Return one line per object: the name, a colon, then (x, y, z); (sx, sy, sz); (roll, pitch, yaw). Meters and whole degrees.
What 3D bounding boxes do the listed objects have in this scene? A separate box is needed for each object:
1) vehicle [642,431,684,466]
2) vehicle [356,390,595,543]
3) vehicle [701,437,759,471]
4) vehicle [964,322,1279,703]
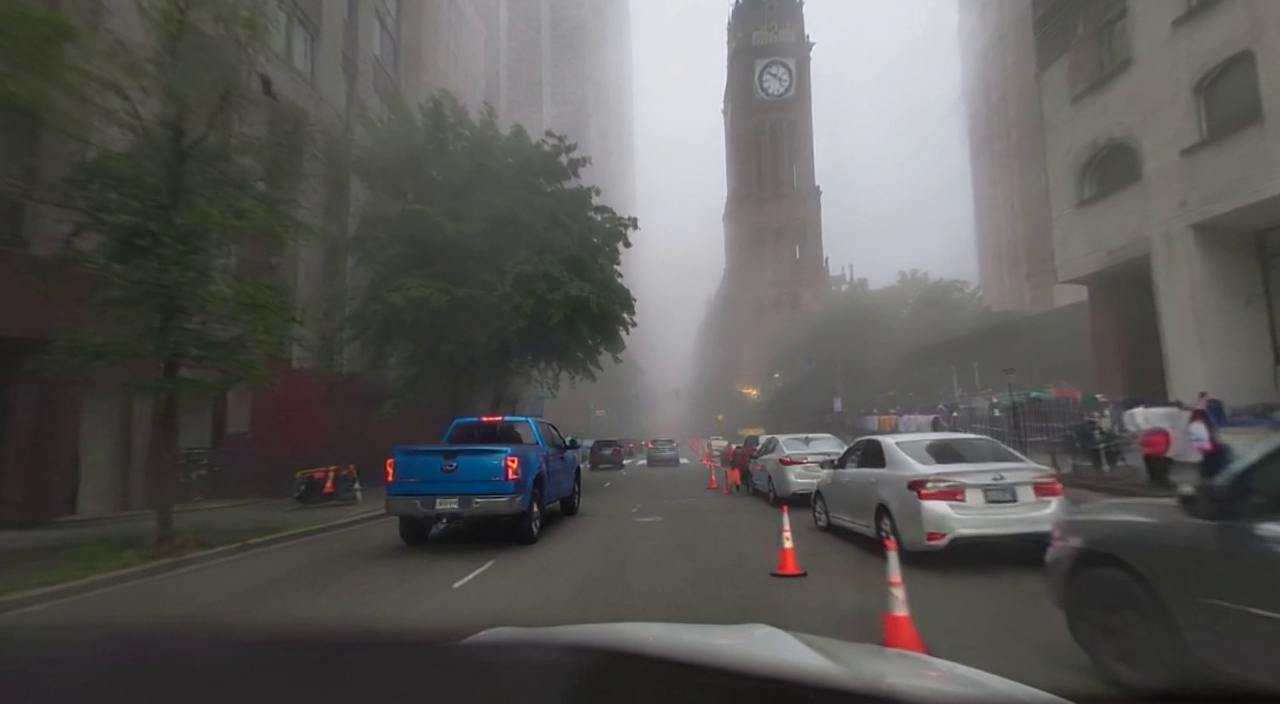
vehicle: (1.245, 5.330, 34.875); (2.183, 1.784, 4.317); (0, -9, 1)
vehicle: (-2.325, 1.904, 10.995); (2.452, 1.954, 5.653); (0, -9, 2)
vehicle: (4.206, 4.835, 30.282); (2.021, 1.506, 4.643); (0, -8, -1)
vehicle: (3.198, 0.747, 2.124); (1.923, 1.708, 4.239); (0, -9, 0)
